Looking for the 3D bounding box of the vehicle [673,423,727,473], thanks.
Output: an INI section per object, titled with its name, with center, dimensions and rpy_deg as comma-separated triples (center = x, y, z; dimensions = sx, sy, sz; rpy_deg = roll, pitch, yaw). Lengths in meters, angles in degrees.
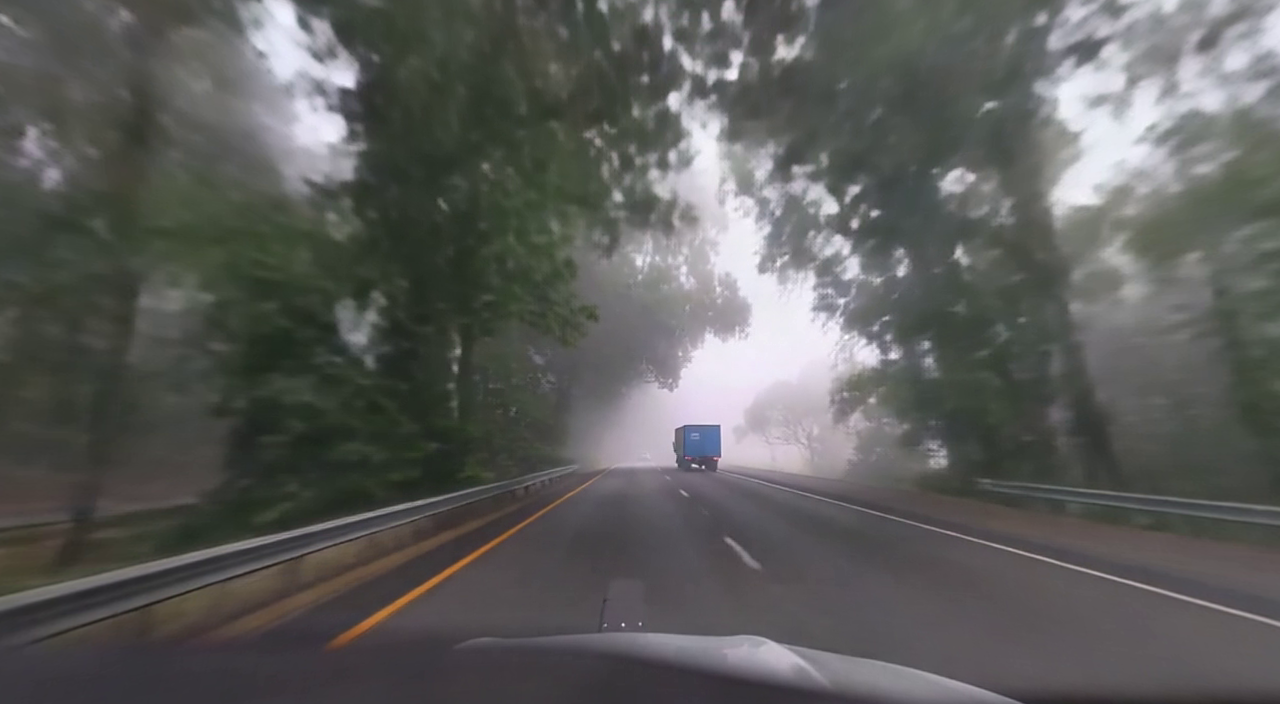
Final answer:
[vehicle]
center = 3.577, 5.916, 38.831
dimensions = 2.572, 2.795, 5.978
rpy_deg = 0, -9, -1
